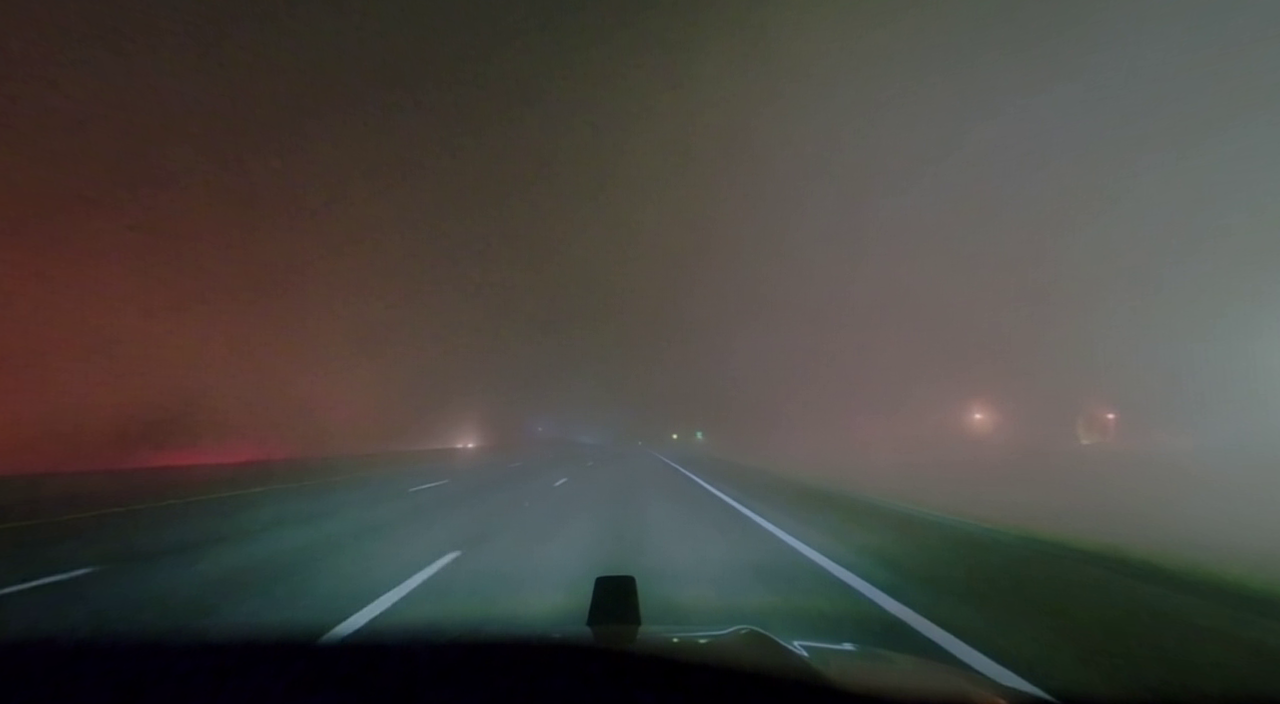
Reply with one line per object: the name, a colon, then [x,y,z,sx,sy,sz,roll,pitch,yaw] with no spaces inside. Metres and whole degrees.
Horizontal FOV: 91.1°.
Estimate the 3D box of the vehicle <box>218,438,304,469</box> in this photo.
vehicle: [-20.250,5.430,33.857,1.893,1.544,4.441,0,-8,-1]
